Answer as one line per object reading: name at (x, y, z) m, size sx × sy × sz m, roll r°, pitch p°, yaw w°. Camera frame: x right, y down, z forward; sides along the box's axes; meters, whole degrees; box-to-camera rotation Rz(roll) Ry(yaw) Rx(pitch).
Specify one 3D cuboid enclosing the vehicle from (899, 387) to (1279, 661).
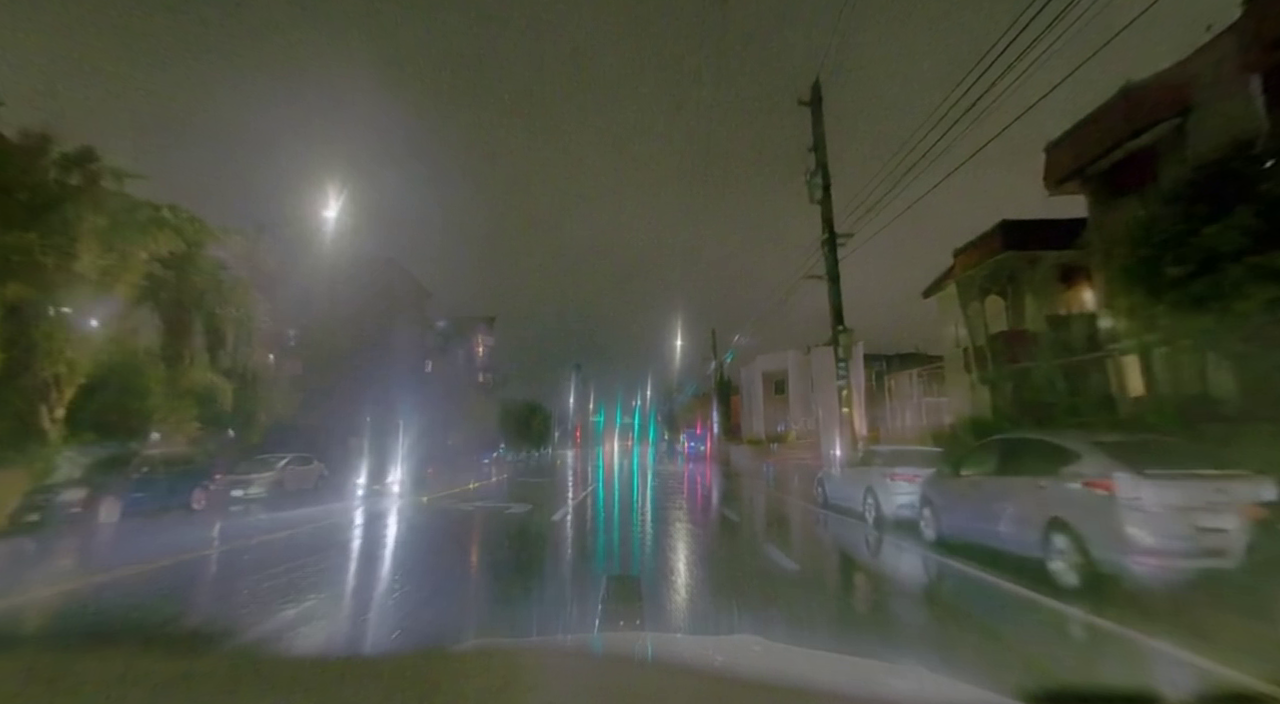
vehicle at (4.807, 1.471, 6.600) m, size 2.139 × 1.780 × 4.817 m, roll 0°, pitch -8°, yaw 0°

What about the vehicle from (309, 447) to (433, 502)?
vehicle at (-8.024, 3.650, 19.343) m, size 1.952 × 1.477 × 4.128 m, roll 0°, pitch -8°, yaw 0°

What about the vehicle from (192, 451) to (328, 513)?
vehicle at (-12.458, 4.239, 21.160) m, size 1.920 × 1.629 × 4.599 m, roll -2°, pitch -8°, yaw -3°

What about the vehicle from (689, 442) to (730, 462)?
vehicle at (5.254, 7.602, 48.294) m, size 1.848 × 1.468 × 4.332 m, roll 2°, pitch -9°, yaw -13°

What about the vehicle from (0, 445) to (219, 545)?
vehicle at (-12.490, 3.197, 14.867) m, size 2.036 × 1.819 × 4.626 m, roll -3°, pitch -7°, yaw -1°
